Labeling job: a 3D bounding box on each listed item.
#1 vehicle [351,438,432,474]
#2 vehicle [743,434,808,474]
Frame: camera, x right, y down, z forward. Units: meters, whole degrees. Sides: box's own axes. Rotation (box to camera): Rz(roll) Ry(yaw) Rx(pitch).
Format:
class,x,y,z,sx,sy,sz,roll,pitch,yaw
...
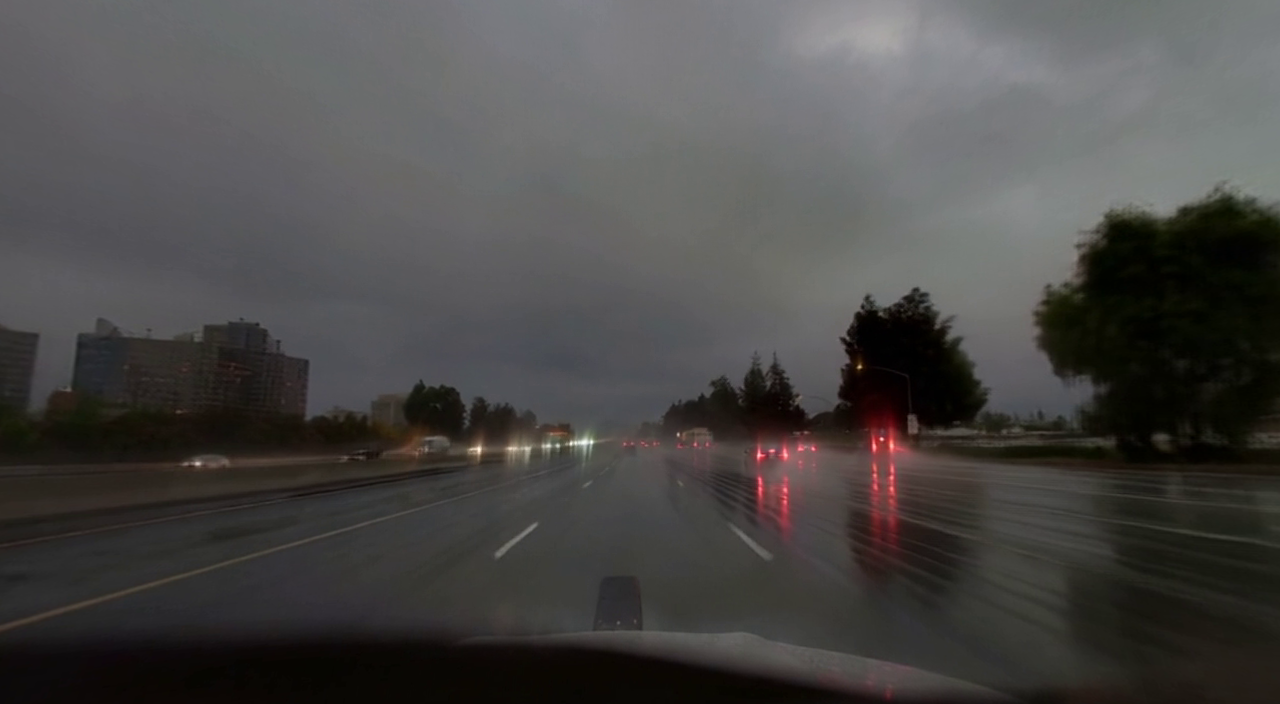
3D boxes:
class,x,y,z,sx,sy,sz,roll,pitch,yaw
vehicle,-11.192,4.714,28.837,1.893,1.503,4.471,0,-9,0
vehicle,6.354,4.837,30.103,2.030,1.706,4.279,0,-9,-1
